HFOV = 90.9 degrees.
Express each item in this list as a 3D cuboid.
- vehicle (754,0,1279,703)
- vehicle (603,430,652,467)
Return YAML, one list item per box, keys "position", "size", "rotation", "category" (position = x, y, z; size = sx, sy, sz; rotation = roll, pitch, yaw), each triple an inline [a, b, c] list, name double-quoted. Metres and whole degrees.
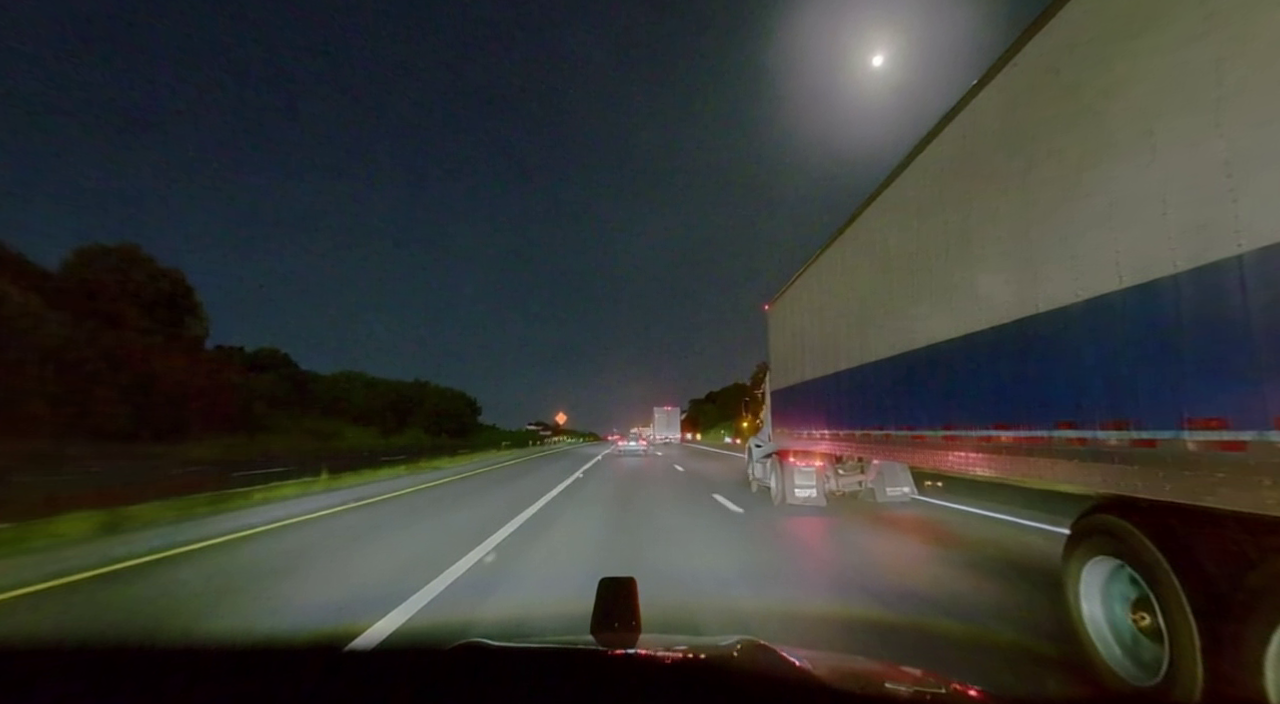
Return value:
- position: [3.541, 0.171, 5.091]
  size: [2.919, 3.634, 10.888]
  rotation: [0, -8, -1]
  category: "vehicle"
- position: [-0.534, 4.088, 26.975]
  size: [1.929, 1.469, 3.677]
  rotation: [0, -8, -1]
  category: "vehicle"
